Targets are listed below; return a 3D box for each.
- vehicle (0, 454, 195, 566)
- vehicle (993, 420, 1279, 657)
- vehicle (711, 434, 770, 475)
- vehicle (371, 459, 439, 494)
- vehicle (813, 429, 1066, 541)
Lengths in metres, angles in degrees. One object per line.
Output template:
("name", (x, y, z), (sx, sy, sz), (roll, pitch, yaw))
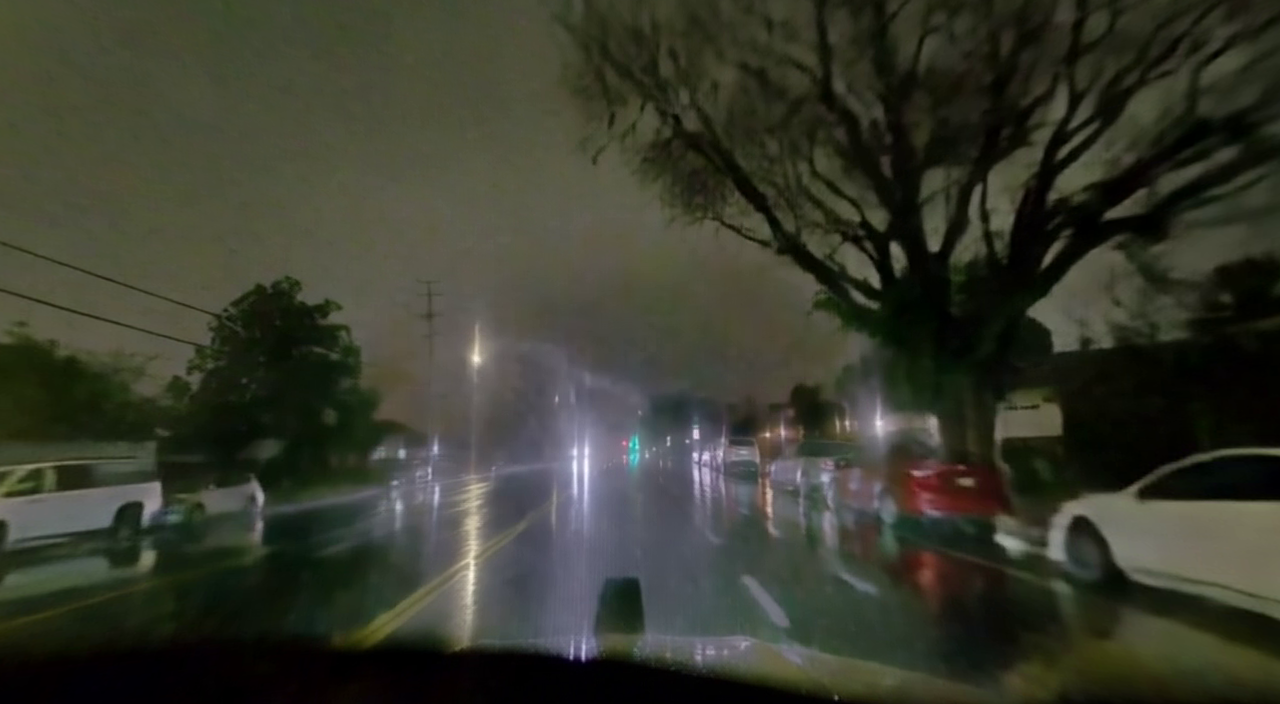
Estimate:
("vehicle", (-12.267, 3.162, 13.053), (2.156, 1.935, 5.464), (-3, -10, 0))
("vehicle", (4.910, 1.269, 4.667), (1.923, 1.454, 4.460), (0, -9, -2))
("vehicle", (4.542, 4.731, 29.305), (1.919, 1.698, 4.747), (0, -9, -1))
("vehicle", (-12.664, 6.728, 34.390), (1.972, 1.475, 4.503), (-5, -9, 0))
("vehicle", (4.819, 2.210, 11.269), (1.933, 1.511, 5.086), (0, -9, -1))
